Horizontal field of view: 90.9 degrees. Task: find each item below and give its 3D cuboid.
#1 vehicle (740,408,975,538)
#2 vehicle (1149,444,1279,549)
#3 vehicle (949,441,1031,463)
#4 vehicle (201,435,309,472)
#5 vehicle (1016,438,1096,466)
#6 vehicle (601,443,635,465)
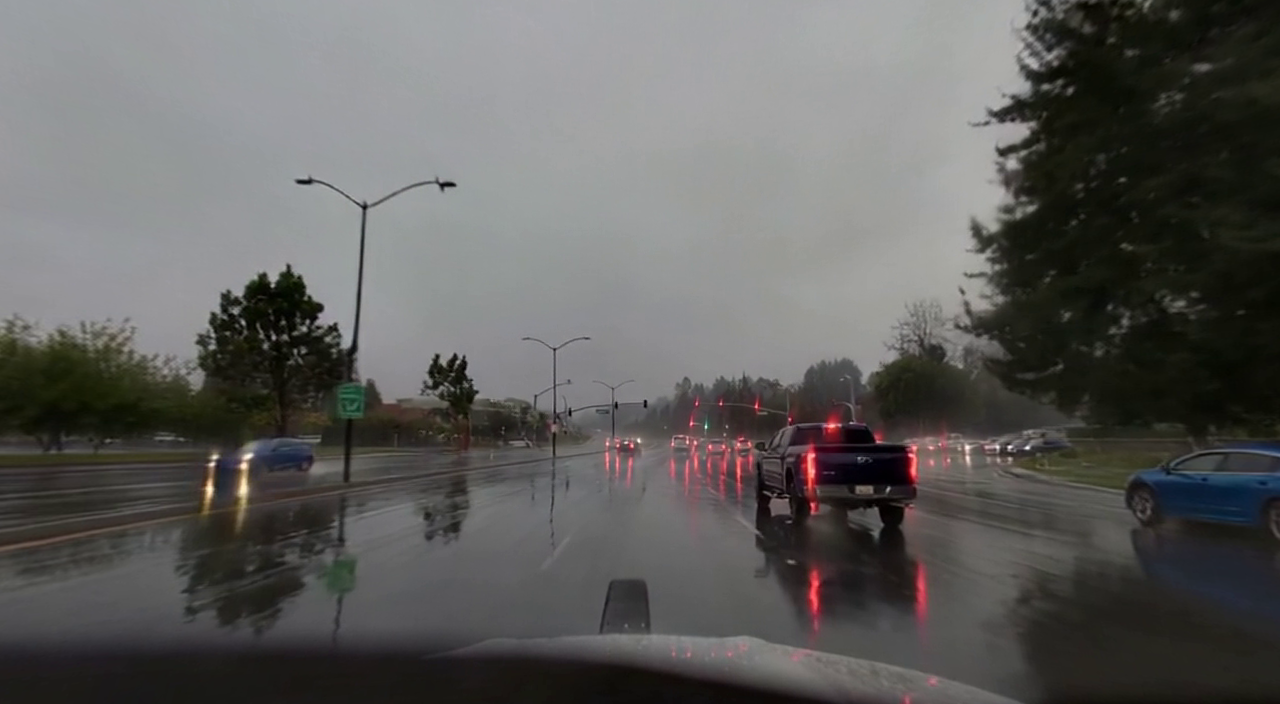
[{"bbox_3d":[3.460,2.093,11.624,2.333,1.777,5.713,0,-8,0],"label":"vehicle"},{"bbox_3d":[10.296,2.108,9.207,1.963,1.513,4.600,0,-8,2],"label":"vehicle"},{"bbox_3d":[24.164,6.893,43.537,4.711,1.460,2.149,2,-9,-17],"label":"vehicle"},{"bbox_3d":[-17.696,4.684,29.288,1.893,1.593,4.575,-1,-8,4],"label":"vehicle"},{"bbox_3d":[25.469,6.124,38.621,3.945,1.618,1.919,3,-9,-18],"label":"vehicle"},{"bbox_3d":[-1.557,7.406,45.961,1.958,1.542,4.175,-1,-8,5],"label":"vehicle"}]
